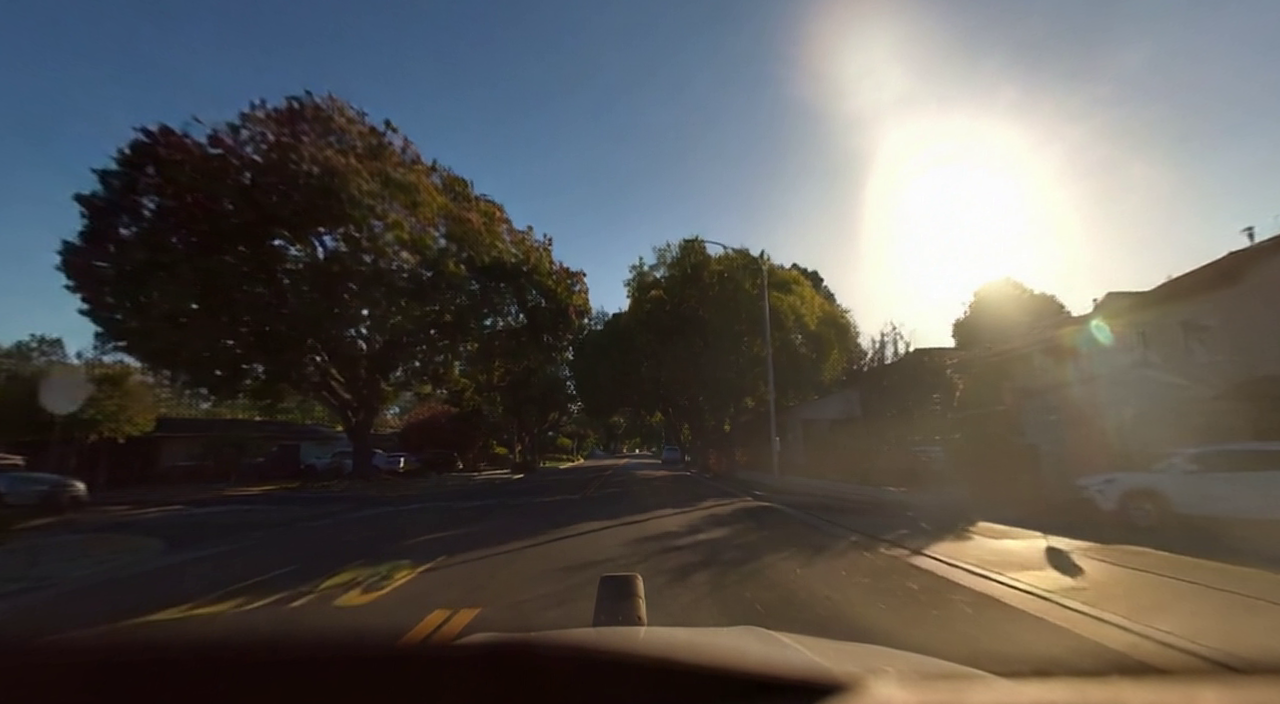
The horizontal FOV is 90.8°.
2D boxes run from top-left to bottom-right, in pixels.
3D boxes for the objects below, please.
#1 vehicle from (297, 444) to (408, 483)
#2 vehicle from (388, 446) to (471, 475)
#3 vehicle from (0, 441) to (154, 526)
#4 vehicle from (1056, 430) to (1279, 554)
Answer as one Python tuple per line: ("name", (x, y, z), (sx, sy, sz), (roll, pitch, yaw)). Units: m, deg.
("vehicle", (-14.809, 5.715, 32.795), (2.066, 1.852, 4.782), (-6, -10, 34))
("vehicle", (-14.089, 7.209, 42.266), (5.275, 1.807, 2.279), (-5, -10, 29))
("vehicle", (-15.821, 3.361, 16.713), (6.072, 1.882, 2.277), (-5, -10, 29))
("vehicle", (10.515, 2.402, 11.195), (4.854, 1.771, 2.123), (-12, -12, 27))
